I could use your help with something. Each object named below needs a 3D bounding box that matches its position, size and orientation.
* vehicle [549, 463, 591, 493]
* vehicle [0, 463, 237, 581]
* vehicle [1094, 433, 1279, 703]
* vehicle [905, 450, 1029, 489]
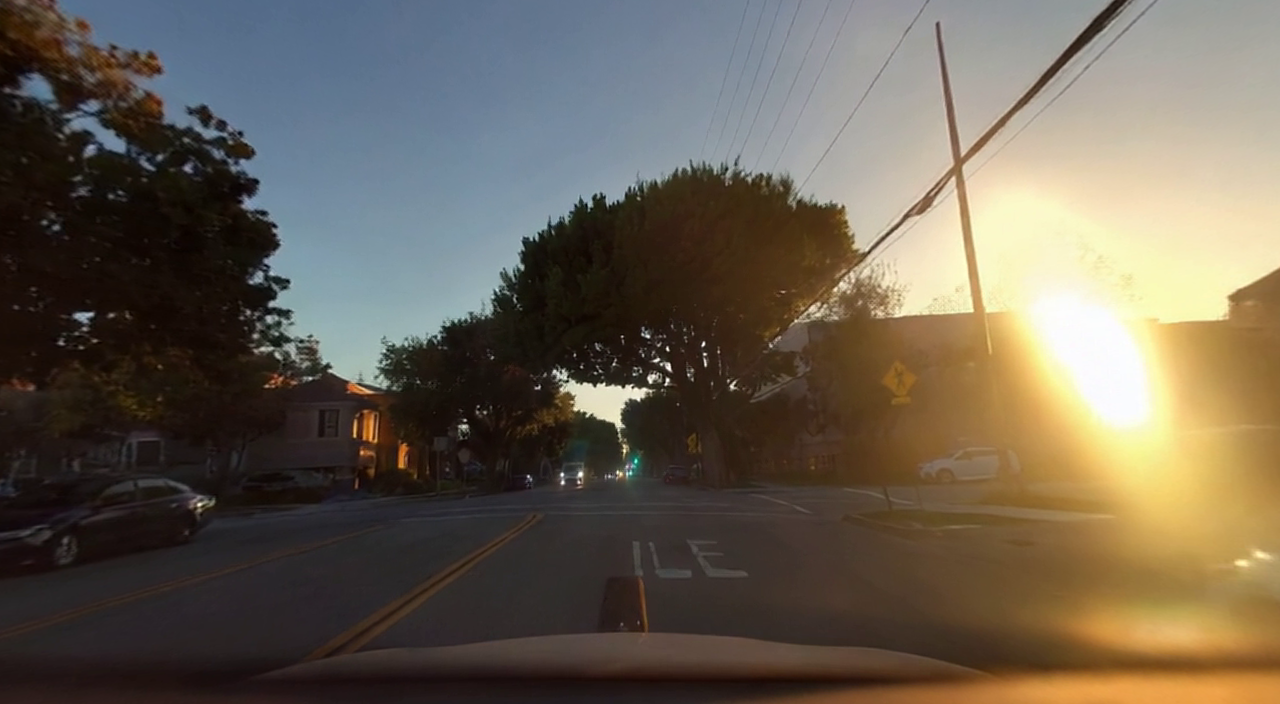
[{"bbox_3d":[-4.239,7.717,38.933,2.108,1.651,4.176,0,-9,0],"label":"vehicle"},{"bbox_3d":[-9.446,2.745,10.980,2.000,1.495,4.687,0,-9,-3],"label":"vehicle"},{"bbox_3d":[3.824,0.903,1.537,1.946,1.468,4.721,0,-9,0],"label":"vehicle"},{"bbox_3d":[14.904,5.360,28.978,4.609,1.660,1.900,0,-9,-3],"label":"vehicle"}]
